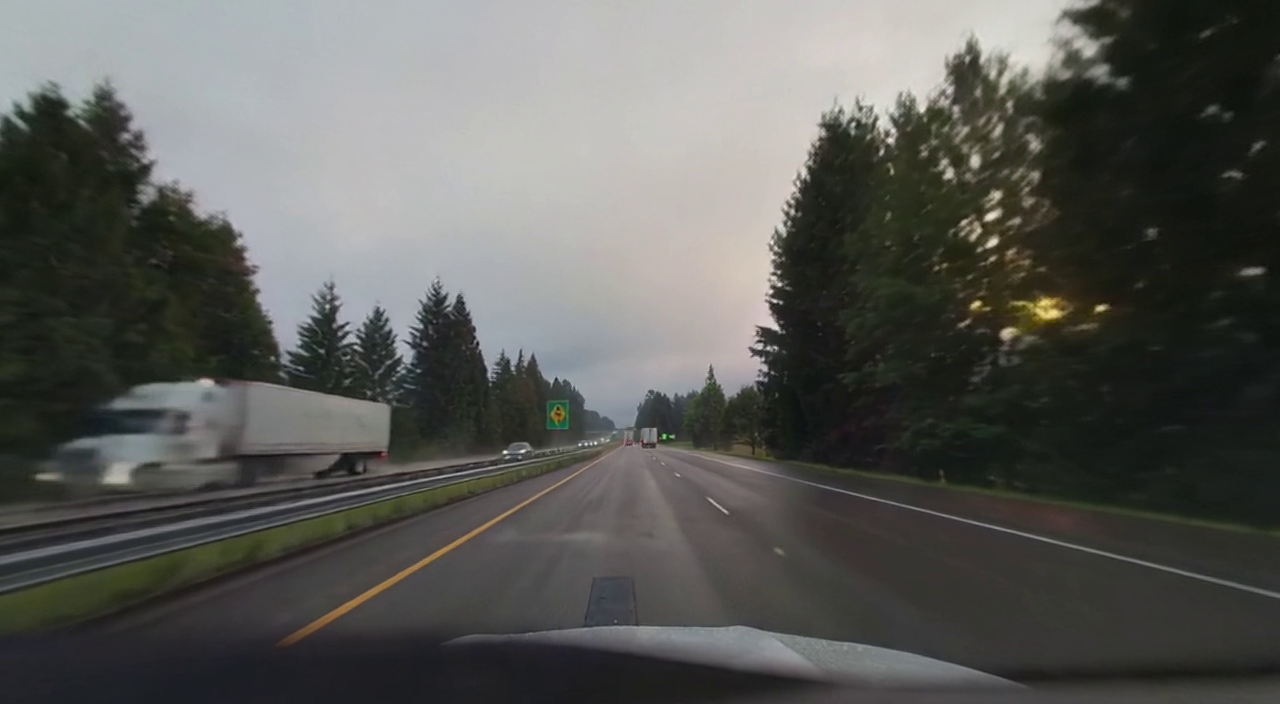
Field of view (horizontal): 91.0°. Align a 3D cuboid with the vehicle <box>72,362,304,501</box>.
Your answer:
[{"bbox_3d":[-13.970,2.578,20.249,3.005,3.778,5.807,0,-8,-1],"label":"vehicle"}]

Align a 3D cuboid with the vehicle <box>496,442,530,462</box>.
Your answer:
[{"bbox_3d":[-9.890,7.804,49.255,1.812,1.460,4.228,0,-8,-1],"label":"vehicle"}]
